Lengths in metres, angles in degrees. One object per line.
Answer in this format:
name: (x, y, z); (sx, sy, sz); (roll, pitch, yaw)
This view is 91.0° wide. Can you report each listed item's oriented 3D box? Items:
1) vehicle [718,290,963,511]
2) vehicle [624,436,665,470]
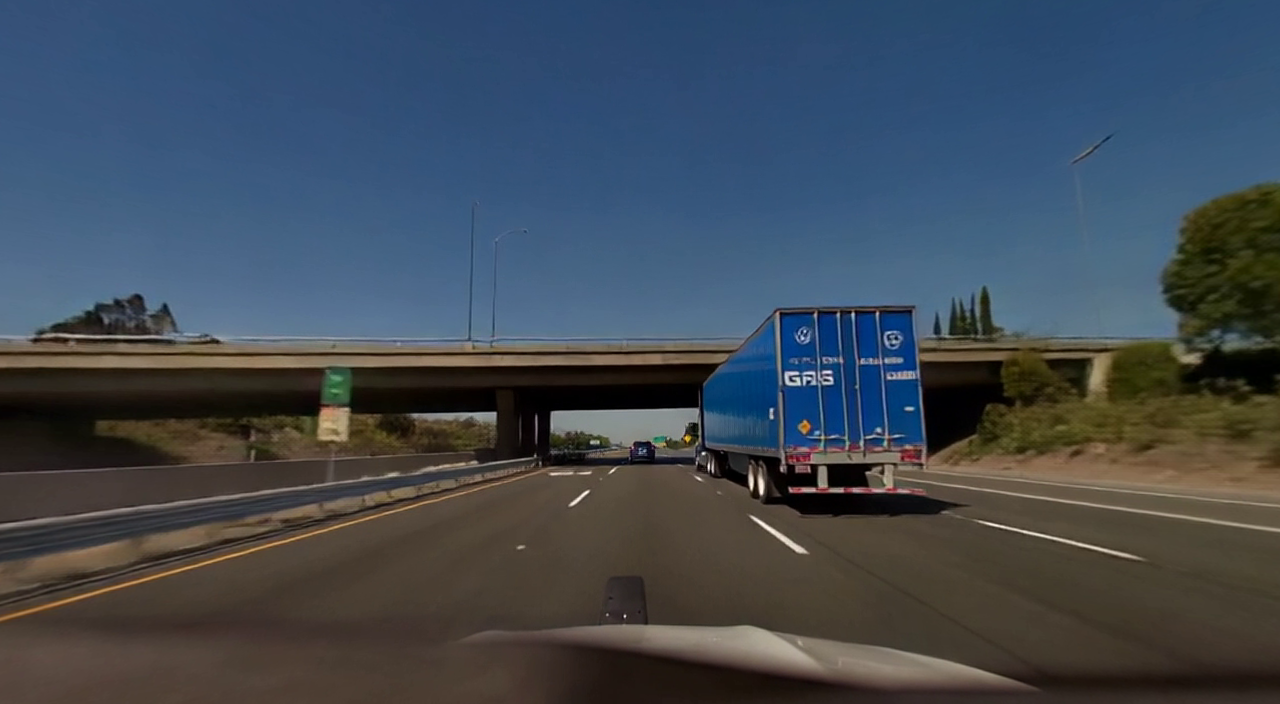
vehicle: (4.272, 1.598, 16.701); (3.014, 4.068, 10.359); (0, -8, 0)
vehicle: (0.238, 5.356, 33.570); (2.050, 1.654, 4.192); (0, -8, 0)
